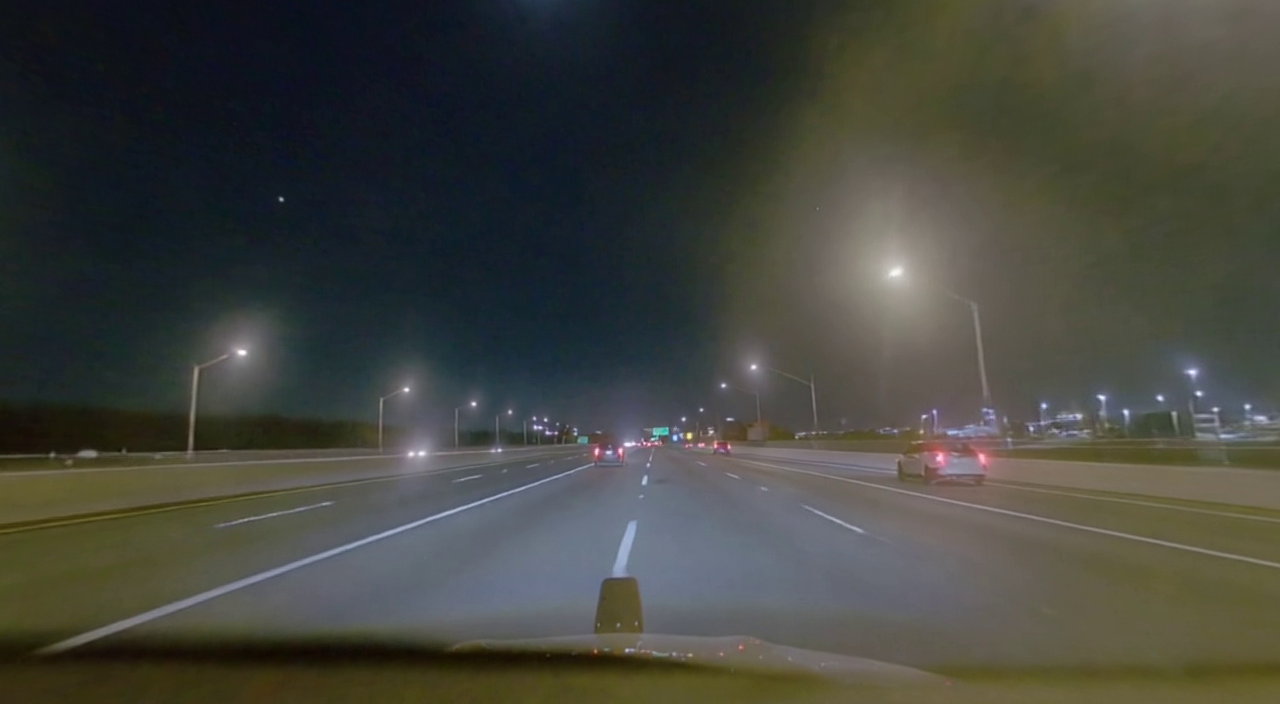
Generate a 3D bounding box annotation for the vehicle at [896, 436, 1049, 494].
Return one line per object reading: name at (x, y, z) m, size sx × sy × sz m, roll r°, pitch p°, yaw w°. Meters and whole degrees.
vehicle at (9.166, 3.133, 17.934) m, size 1.900 × 1.432 × 4.519 m, roll 0°, pitch -8°, yaw 1°

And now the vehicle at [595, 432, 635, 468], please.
vehicle at (-1.283, 5.334, 34.588) m, size 1.893 × 1.827 × 4.513 m, roll 0°, pitch -8°, yaw 2°
